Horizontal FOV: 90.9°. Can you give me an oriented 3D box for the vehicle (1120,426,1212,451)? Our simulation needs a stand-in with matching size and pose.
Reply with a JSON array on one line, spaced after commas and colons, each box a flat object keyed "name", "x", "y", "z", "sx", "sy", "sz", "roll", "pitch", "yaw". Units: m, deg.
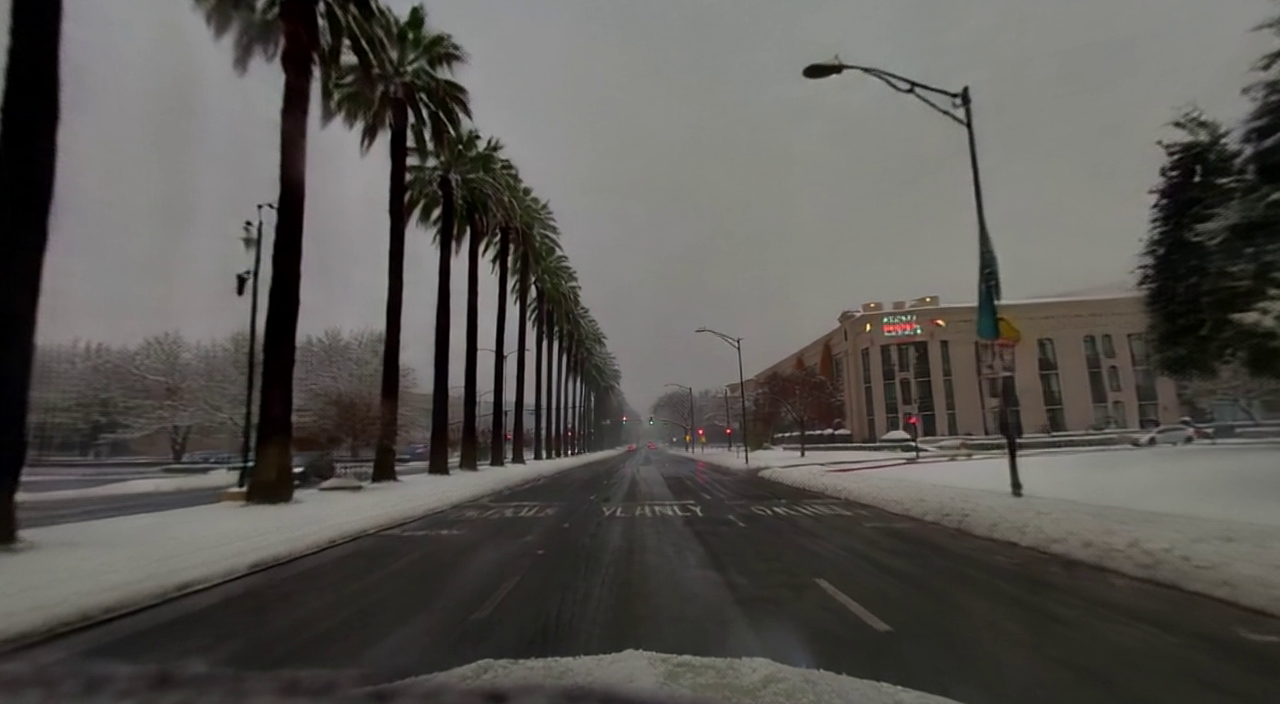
[{"name": "vehicle", "x": 34.471, "y": 5.718, "z": 41.458, "sx": 1.820, "sy": 1.571, "sz": 4.697, "roll": 0, "pitch": -8, "yaw": -3}]
